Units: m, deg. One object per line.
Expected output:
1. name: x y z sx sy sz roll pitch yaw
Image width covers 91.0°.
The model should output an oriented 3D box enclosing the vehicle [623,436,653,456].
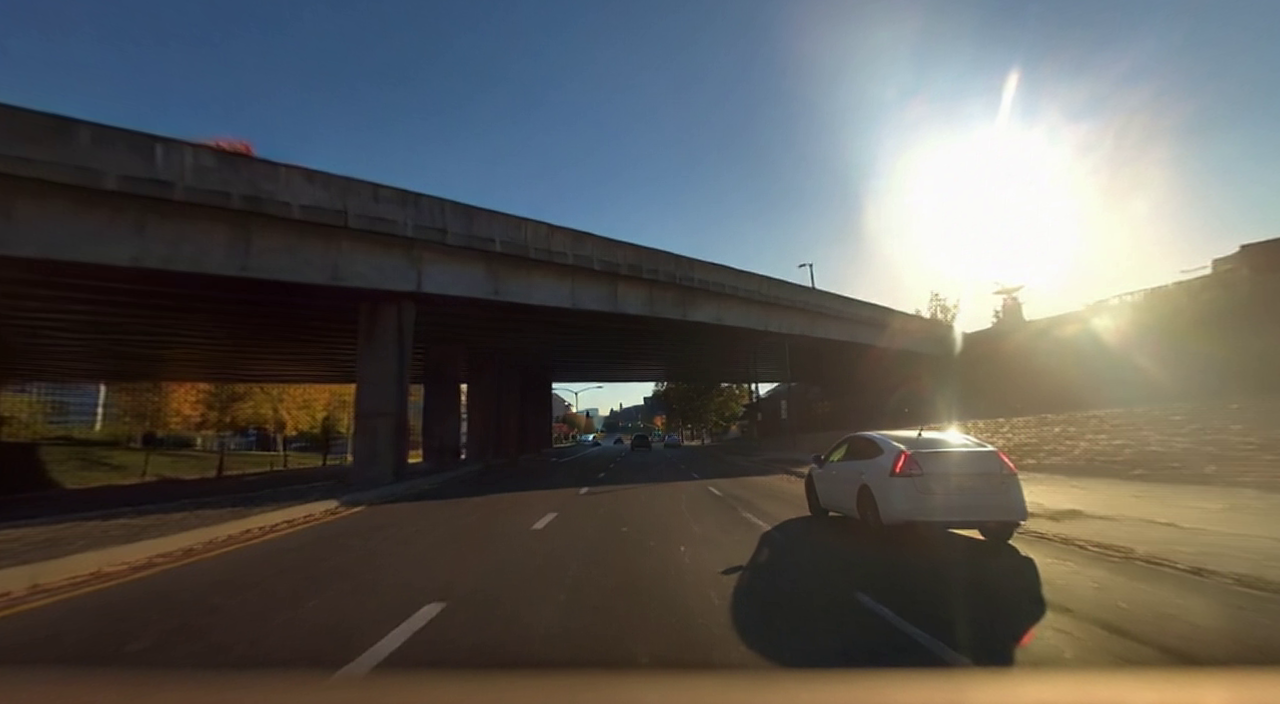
1. vehicle: -0.197 7.295 48.961 2.055 1.484 4.143 1 -9 -5

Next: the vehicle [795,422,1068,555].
1. vehicle: 3.972 1.954 9.663 2.063 1.542 4.420 0 -9 0
